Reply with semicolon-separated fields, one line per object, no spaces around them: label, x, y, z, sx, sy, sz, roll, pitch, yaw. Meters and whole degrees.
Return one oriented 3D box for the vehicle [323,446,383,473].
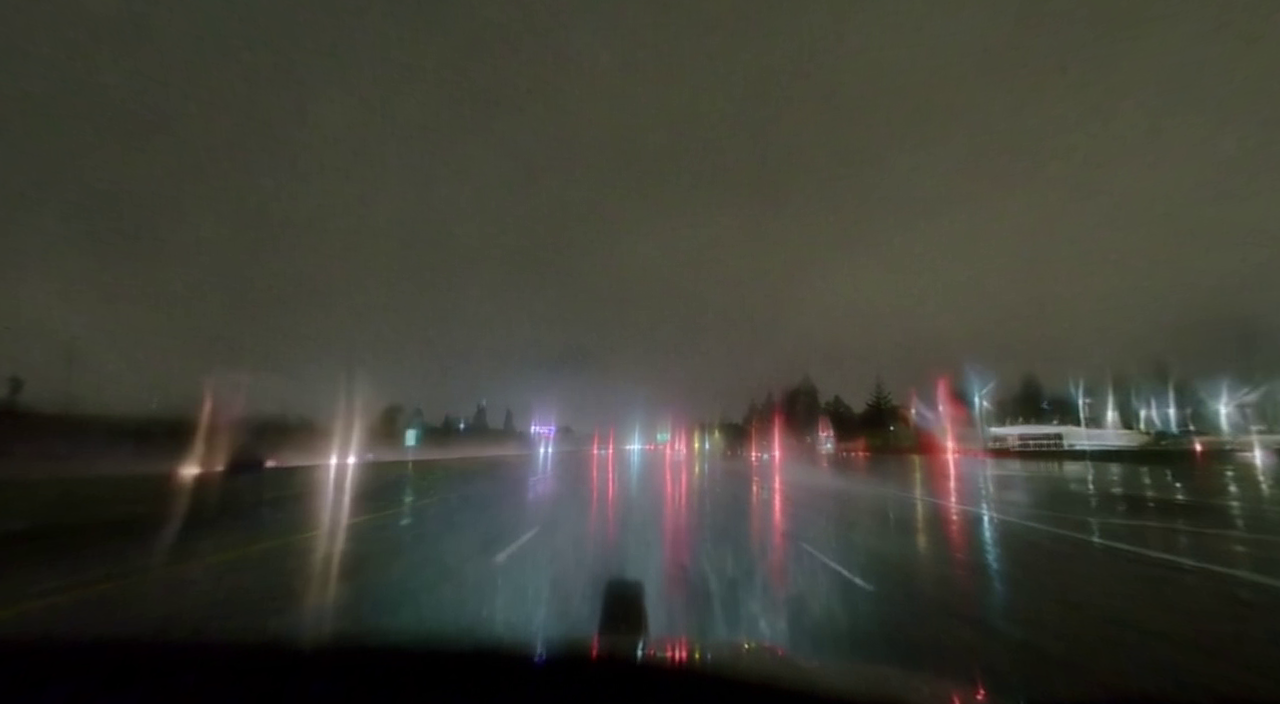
vehicle;-19.667;7.372;43.402;1.935;1.717;4.502;0;-8;0

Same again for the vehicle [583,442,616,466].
vehicle;-3.100;7.903;49.100;2.319;1.738;4.355;0;-8;0

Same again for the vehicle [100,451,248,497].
vehicle;-16.448;4.286;22.604;1.899;1.438;4.385;0;-8;1
